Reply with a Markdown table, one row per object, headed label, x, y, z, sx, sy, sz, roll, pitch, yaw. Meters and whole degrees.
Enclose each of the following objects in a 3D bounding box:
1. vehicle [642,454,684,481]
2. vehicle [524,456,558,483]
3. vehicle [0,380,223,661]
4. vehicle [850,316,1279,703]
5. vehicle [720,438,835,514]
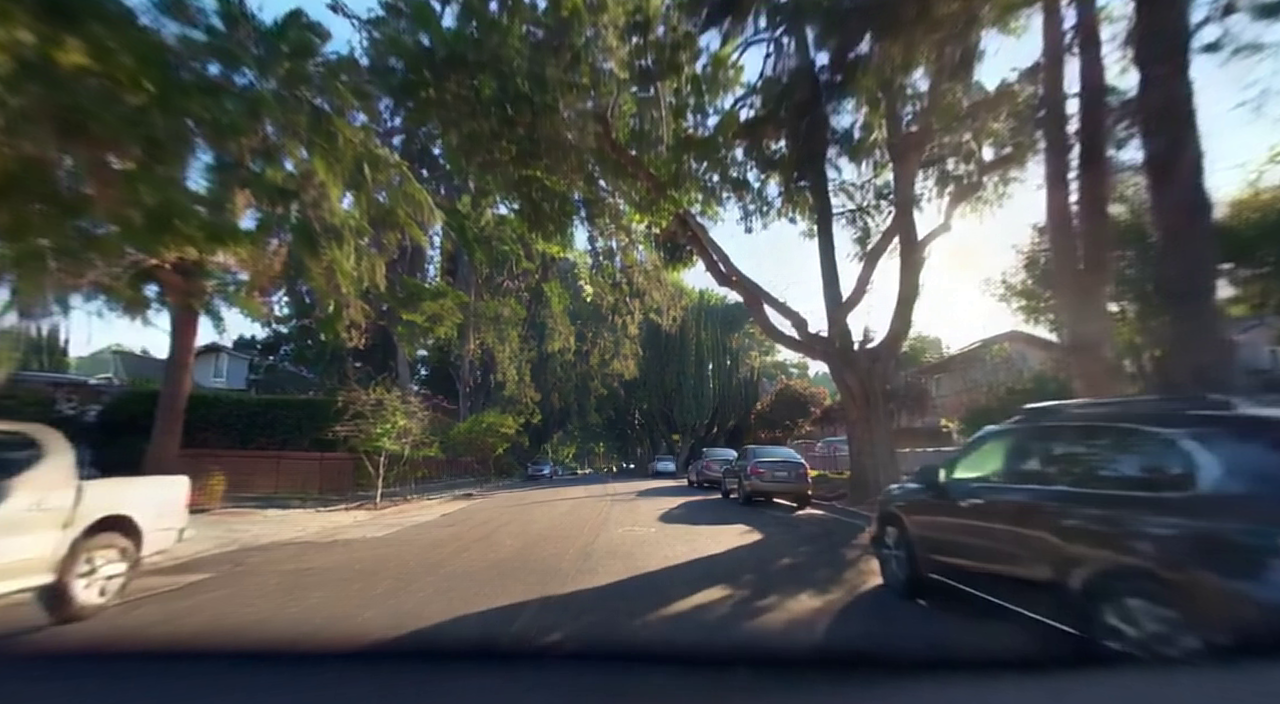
| label | x | y | z | sx | sy | sz | roll | pitch | yaw |
| --- | --- | --- | --- | --- | --- | --- | --- | --- | --- |
| vehicle | 1.574 | 8.158 | 44.805 | 2.163 | 1.742 | 4.239 | 1 | -9 | -8 |
| vehicle | -7.147 | 8.438 | 45.755 | 2.051 | 1.575 | 4.581 | -2 | -7 | -5 |
| vehicle | -5.067 | 1.019 | 3.561 | 2.155 | 1.729 | 4.799 | -2 | -8 | 0 |
| vehicle | 3.251 | 1.086 | 4.046 | 2.229 | 1.826 | 4.611 | -1 | -8 | 1 |
| vehicle | 3.454 | 3.188 | 16.853 | 1.970 | 1.709 | 4.568 | -1 | -8 | 0 |
